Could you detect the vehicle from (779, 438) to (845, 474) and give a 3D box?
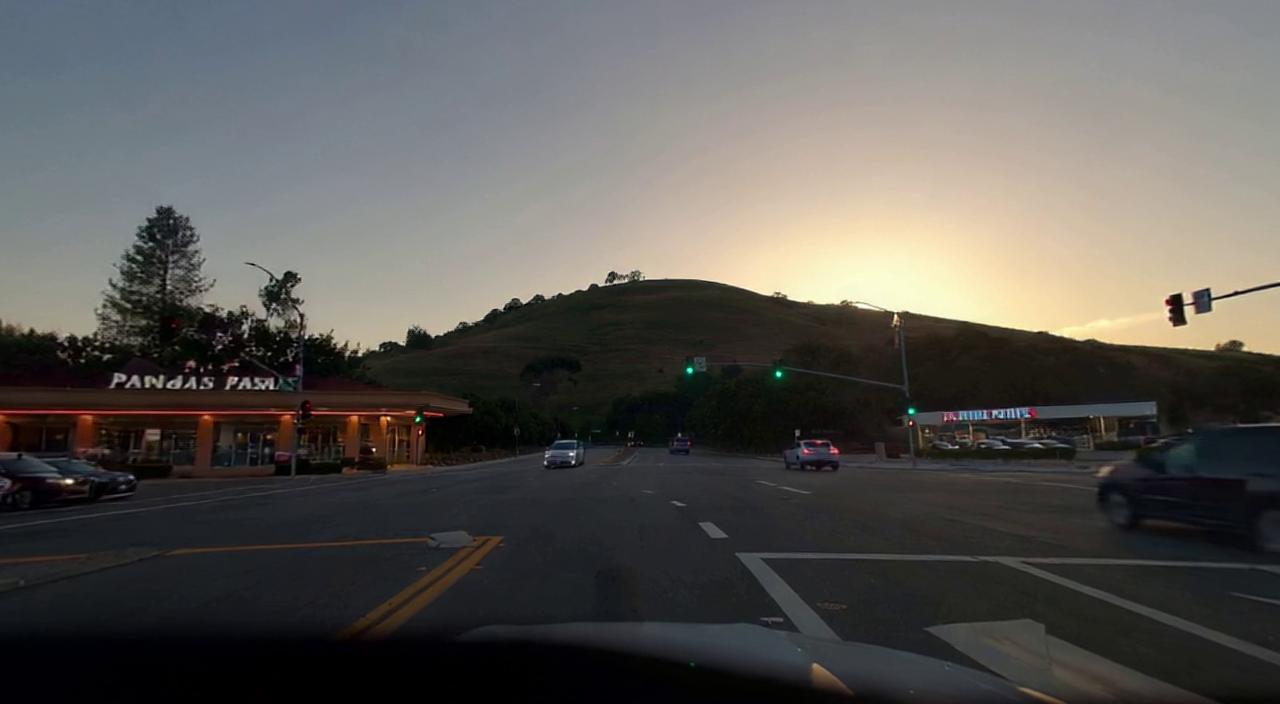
[{"bbox_3d":[9.421,5.734,34.880,2.273,1.839,4.218,1,-9,-3],"label":"vehicle"}]

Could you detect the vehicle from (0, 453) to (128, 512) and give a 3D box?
[{"bbox_3d":[-19.790,4.195,20.478,4.440,1.748,2.033,0,-9,1],"label":"vehicle"}]

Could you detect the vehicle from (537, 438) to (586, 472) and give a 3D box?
[{"bbox_3d":[-4.595,6.127,37.658,2.238,1.883,4.503,0,-9,2],"label":"vehicle"}]

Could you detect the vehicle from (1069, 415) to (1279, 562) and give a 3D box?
[{"bbox_3d":[9.411,1.987,9.583,2.114,1.898,4.996,0,-8,-1],"label":"vehicle"}]
